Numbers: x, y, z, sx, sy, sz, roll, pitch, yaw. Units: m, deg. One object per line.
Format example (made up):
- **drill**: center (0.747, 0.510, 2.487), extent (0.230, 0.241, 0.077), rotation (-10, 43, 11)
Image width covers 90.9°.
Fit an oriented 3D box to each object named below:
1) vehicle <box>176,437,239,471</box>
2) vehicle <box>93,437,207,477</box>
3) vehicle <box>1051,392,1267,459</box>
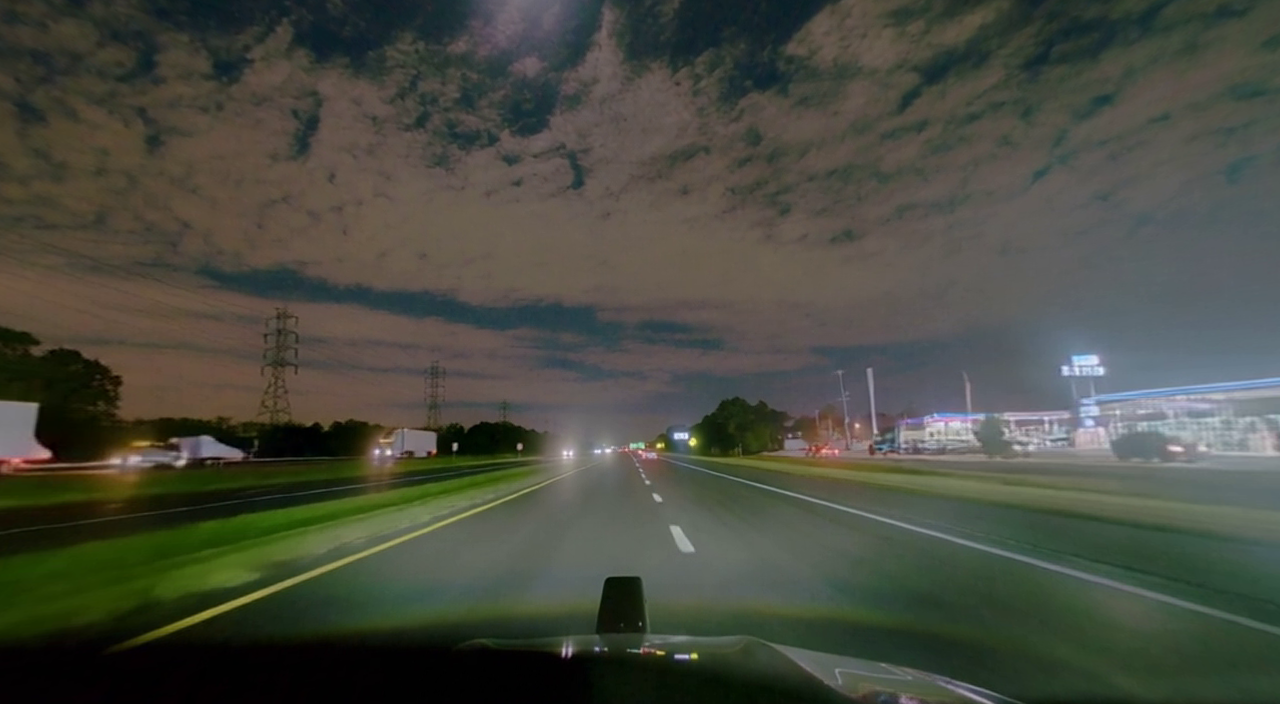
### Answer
- **vehicle**: center (-28.063, 6.611, 41.021), extent (1.879, 1.985, 3.133), rotation (-3, -8, -1)
- **vehicle**: center (-27.984, 5.997, 36.325), extent (2.179, 2.021, 5.531), rotation (-2, -8, 0)
- **vehicle**: center (35.189, 5.234, 43.362), extent (10.852, 3.971, 2.925), rotation (-9, -11, 42)
